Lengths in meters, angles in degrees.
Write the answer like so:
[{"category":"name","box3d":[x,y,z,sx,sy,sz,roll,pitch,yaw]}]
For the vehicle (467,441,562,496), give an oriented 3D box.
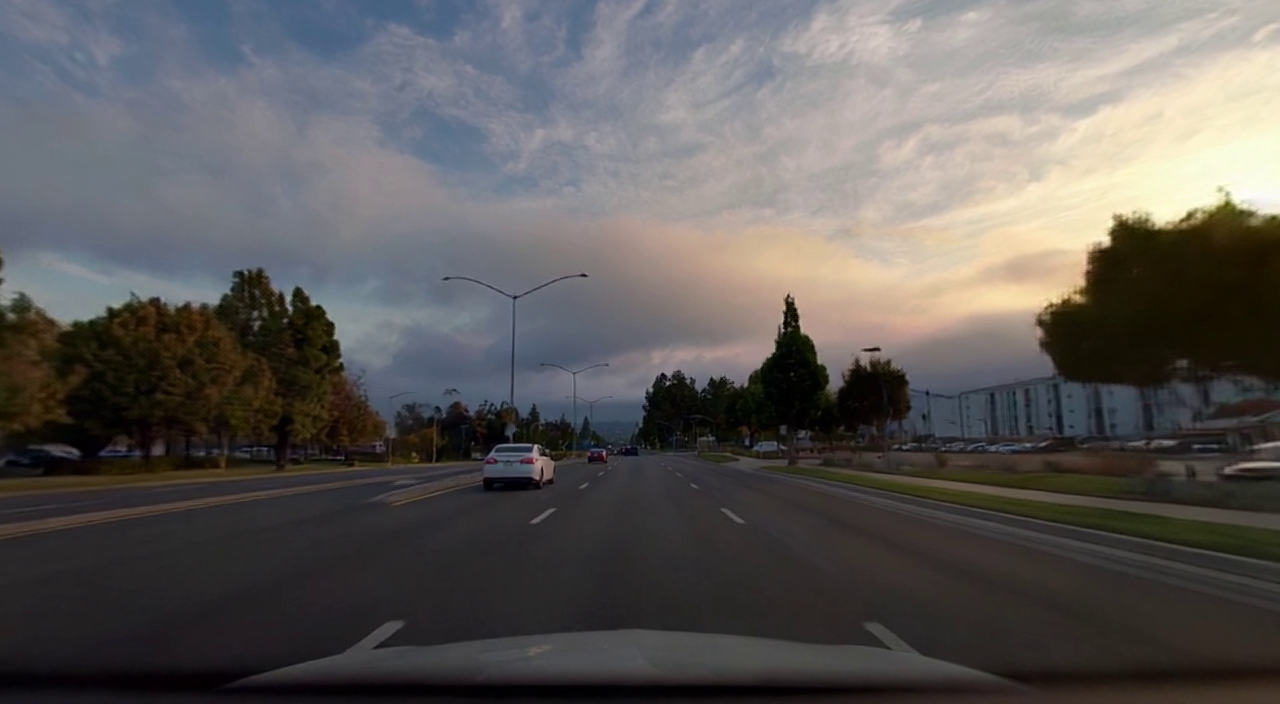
[{"category":"vehicle","box3d":[-3.679,3.495,19.353,2.003,1.454,4.484,0,-9,0]}]
